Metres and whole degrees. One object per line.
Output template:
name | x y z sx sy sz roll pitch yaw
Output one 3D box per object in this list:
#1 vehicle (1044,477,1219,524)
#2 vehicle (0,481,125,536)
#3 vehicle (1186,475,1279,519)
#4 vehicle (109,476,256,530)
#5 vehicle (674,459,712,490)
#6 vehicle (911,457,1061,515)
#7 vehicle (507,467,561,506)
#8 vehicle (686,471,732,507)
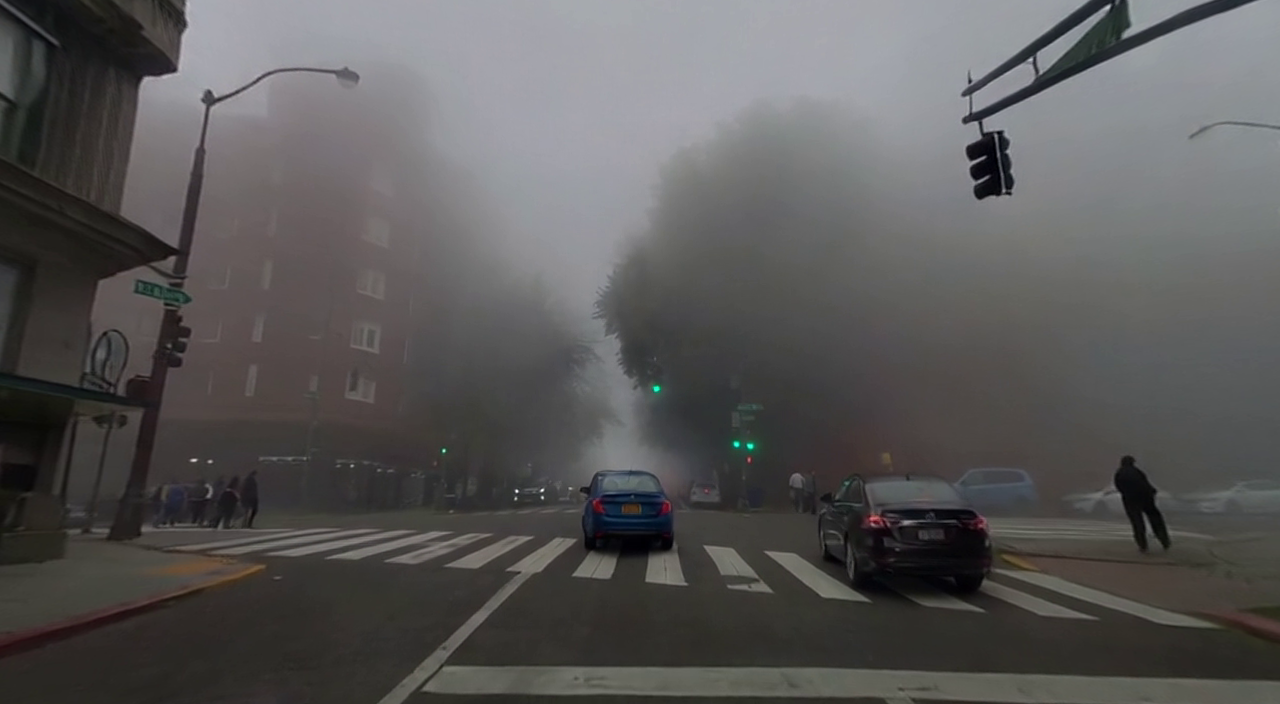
vehicle | 20.817 6.290 26.923 5.345 1.747 2.410 -1 -9 2
vehicle | -25.342 6.671 27.017 4.588 2.048 2.110 -1 -9 1
vehicle | 26.406 6.072 26.491 4.734 1.605 2.186 -1 -9 1
vehicle | -19.474 6.431 26.996 4.750 2.083 2.002 -1 -9 4
vehicle | 3.740 8.770 45.229 2.365 1.994 4.259 -1 -9 0
vehicle | 14.706 5.695 27.039 4.974 2.266 2.324 0 -9 -1
vehicle | -5.985 7.671 36.183 2.226 1.896 4.438 -1 -9 1
vehicle | 3.834 7.728 35.886 1.908 1.741 4.066 0 -9 -3
